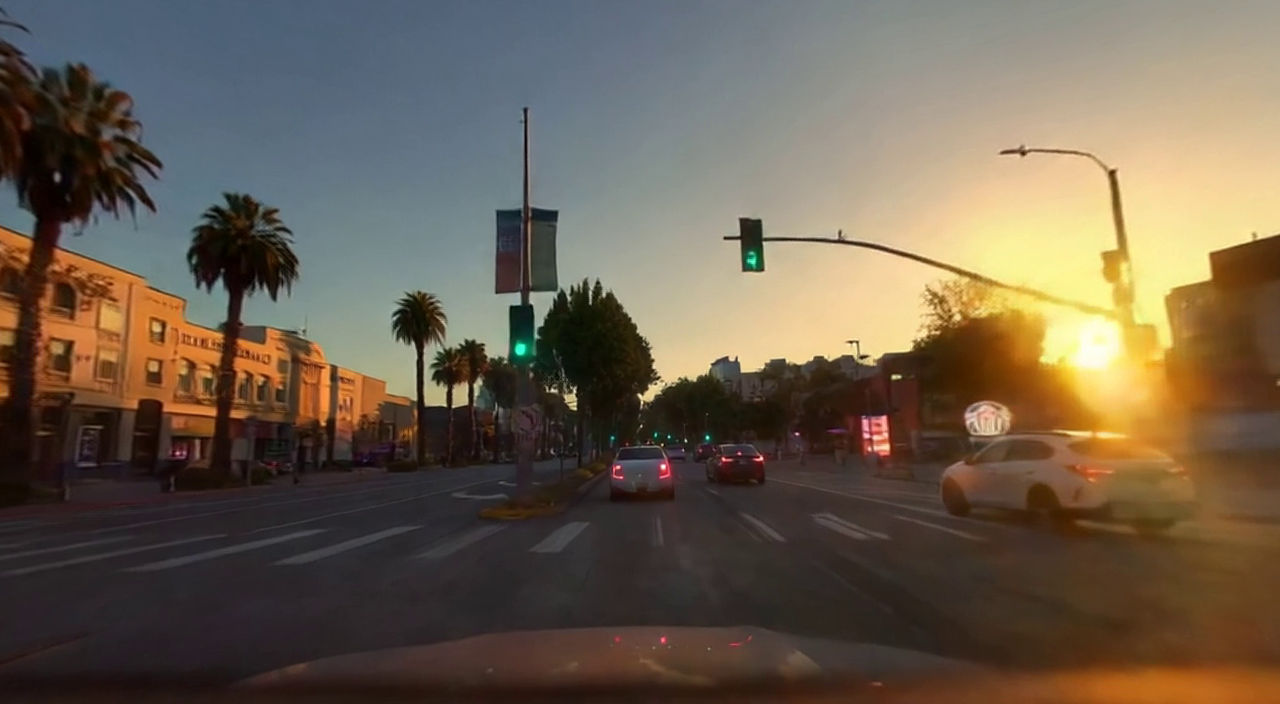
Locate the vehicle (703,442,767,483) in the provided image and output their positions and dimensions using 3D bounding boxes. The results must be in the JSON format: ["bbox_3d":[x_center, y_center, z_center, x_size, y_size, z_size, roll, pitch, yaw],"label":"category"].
[{"bbox_3d":[3.821,4.507,26.218,1.892,1.532,4.177,0,-8,-2],"label":"vehicle"}]

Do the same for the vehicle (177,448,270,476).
[{"bbox_3d":[-30.816,8.174,46.858,5.230,1.986,2.250,-1,-11,3],"label":"vehicle"}]

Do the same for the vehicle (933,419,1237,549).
[{"bbox_3d":[6.828,2.040,10.410,1.940,1.674,4.085,0,-8,-1],"label":"vehicle"}]

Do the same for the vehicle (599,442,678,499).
[{"bbox_3d":[-0.057,3.470,18.959,2.110,1.487,3.873,0,-8,0],"label":"vehicle"}]
